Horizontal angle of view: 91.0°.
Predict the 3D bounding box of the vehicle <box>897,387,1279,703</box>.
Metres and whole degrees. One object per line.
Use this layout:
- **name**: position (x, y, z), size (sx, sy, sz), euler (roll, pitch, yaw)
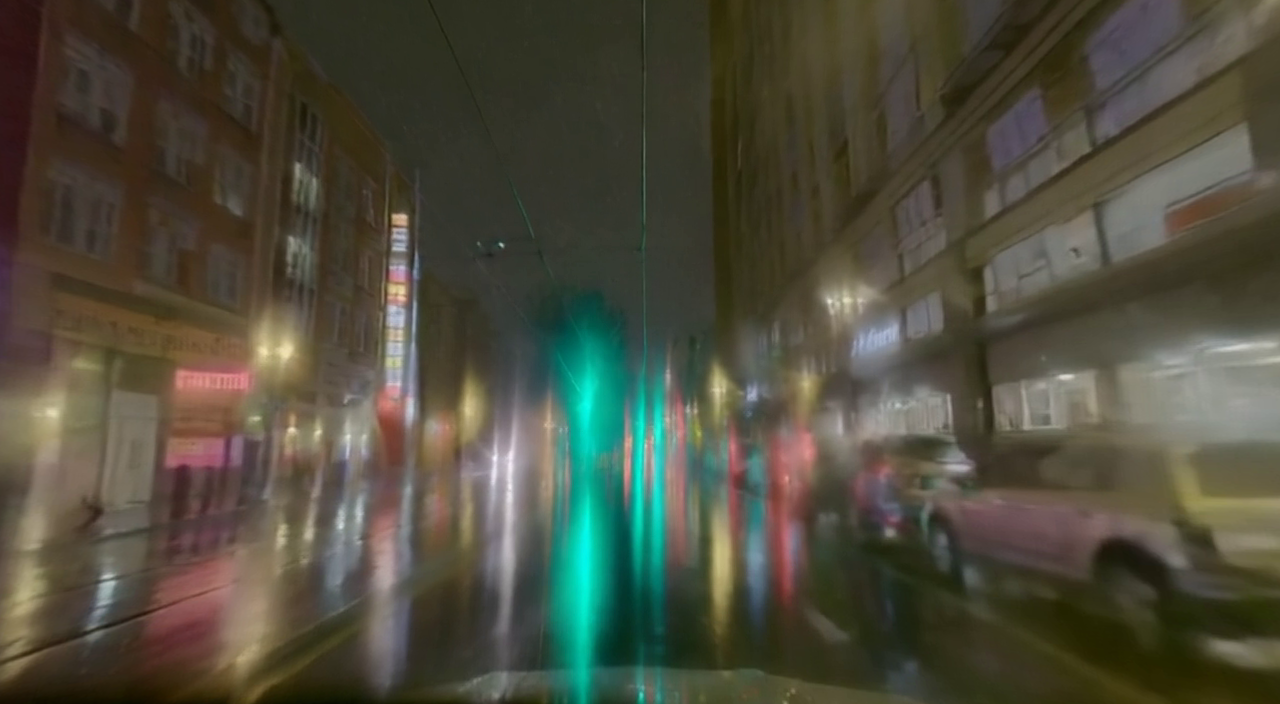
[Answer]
- **vehicle**: position (3.598, 1.178, 4.639), size (1.808, 1.541, 3.644), euler (-1, -8, 0)
